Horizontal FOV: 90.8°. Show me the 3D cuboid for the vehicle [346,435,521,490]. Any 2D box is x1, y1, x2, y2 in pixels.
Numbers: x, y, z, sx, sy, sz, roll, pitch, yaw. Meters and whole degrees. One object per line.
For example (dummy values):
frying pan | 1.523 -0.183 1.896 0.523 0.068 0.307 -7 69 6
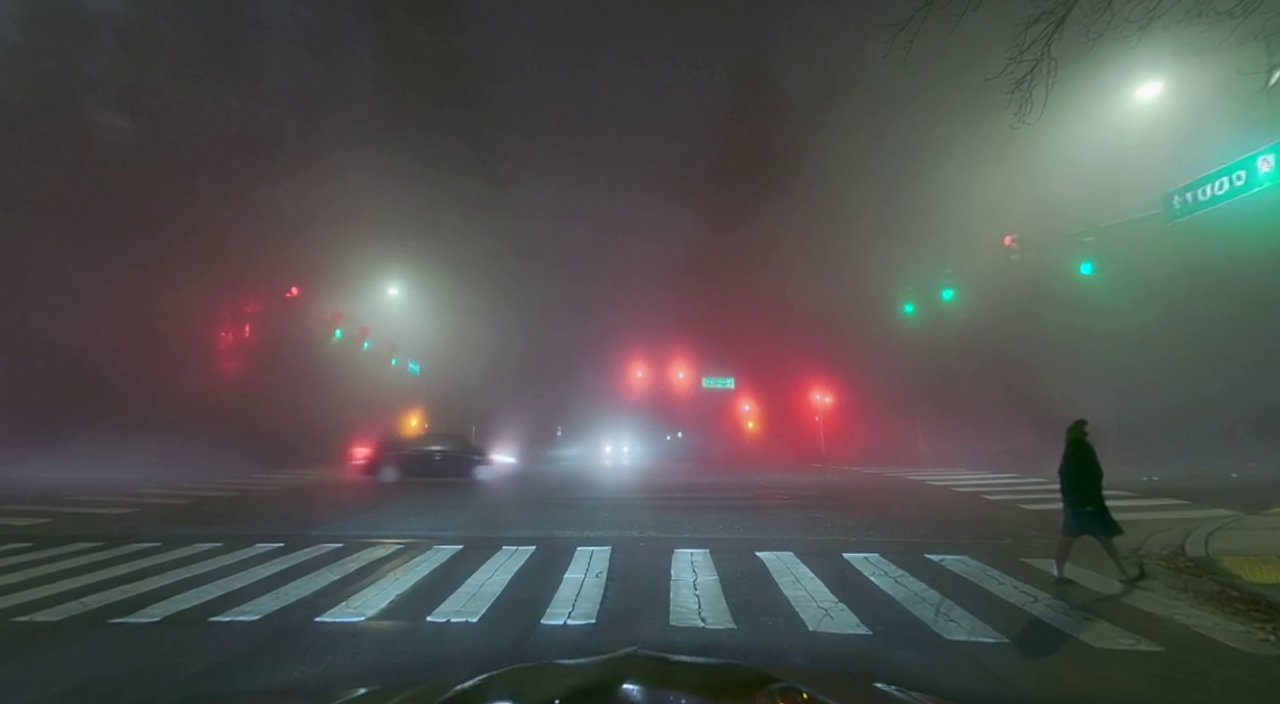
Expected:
vehicle | -5.979 3.259 18.741 4.502 1.512 1.917 0 -9 0
